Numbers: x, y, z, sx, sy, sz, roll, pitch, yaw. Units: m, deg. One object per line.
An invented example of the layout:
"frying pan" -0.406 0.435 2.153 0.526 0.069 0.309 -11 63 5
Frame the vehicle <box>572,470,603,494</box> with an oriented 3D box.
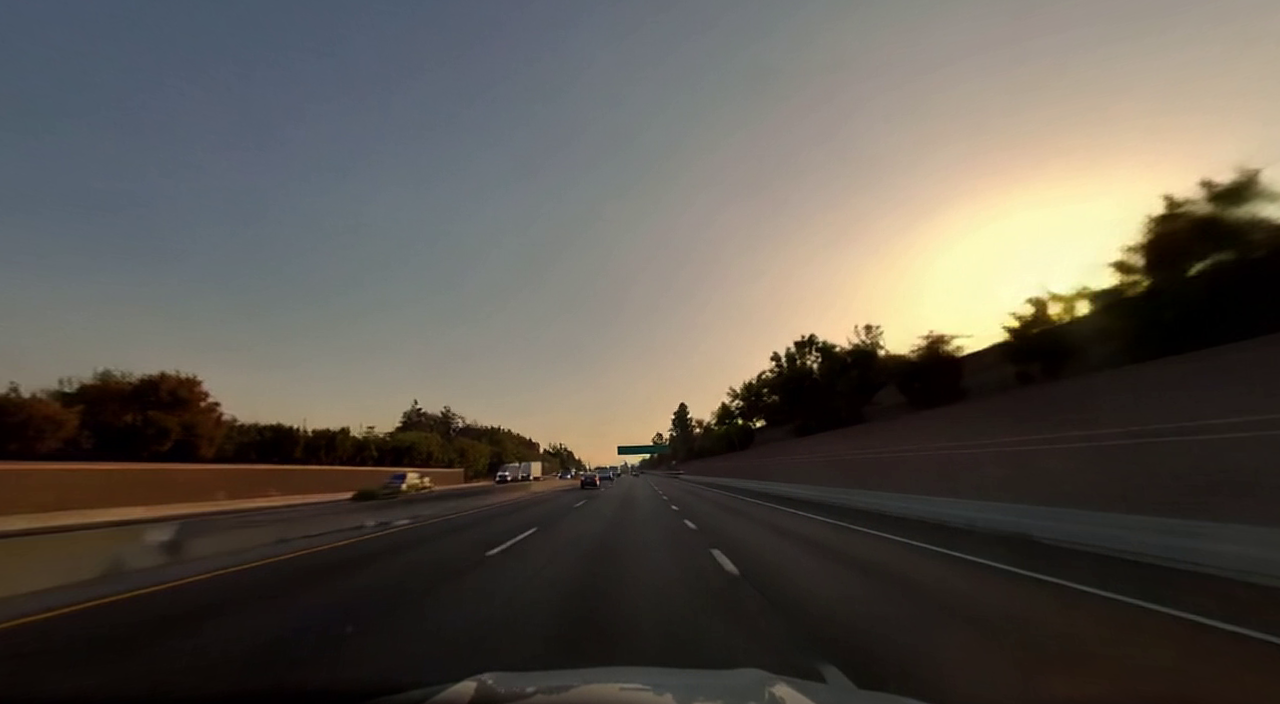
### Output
"vehicle" -3.578 8.919 43.391 1.863 1.486 3.852 1 -11 -1
